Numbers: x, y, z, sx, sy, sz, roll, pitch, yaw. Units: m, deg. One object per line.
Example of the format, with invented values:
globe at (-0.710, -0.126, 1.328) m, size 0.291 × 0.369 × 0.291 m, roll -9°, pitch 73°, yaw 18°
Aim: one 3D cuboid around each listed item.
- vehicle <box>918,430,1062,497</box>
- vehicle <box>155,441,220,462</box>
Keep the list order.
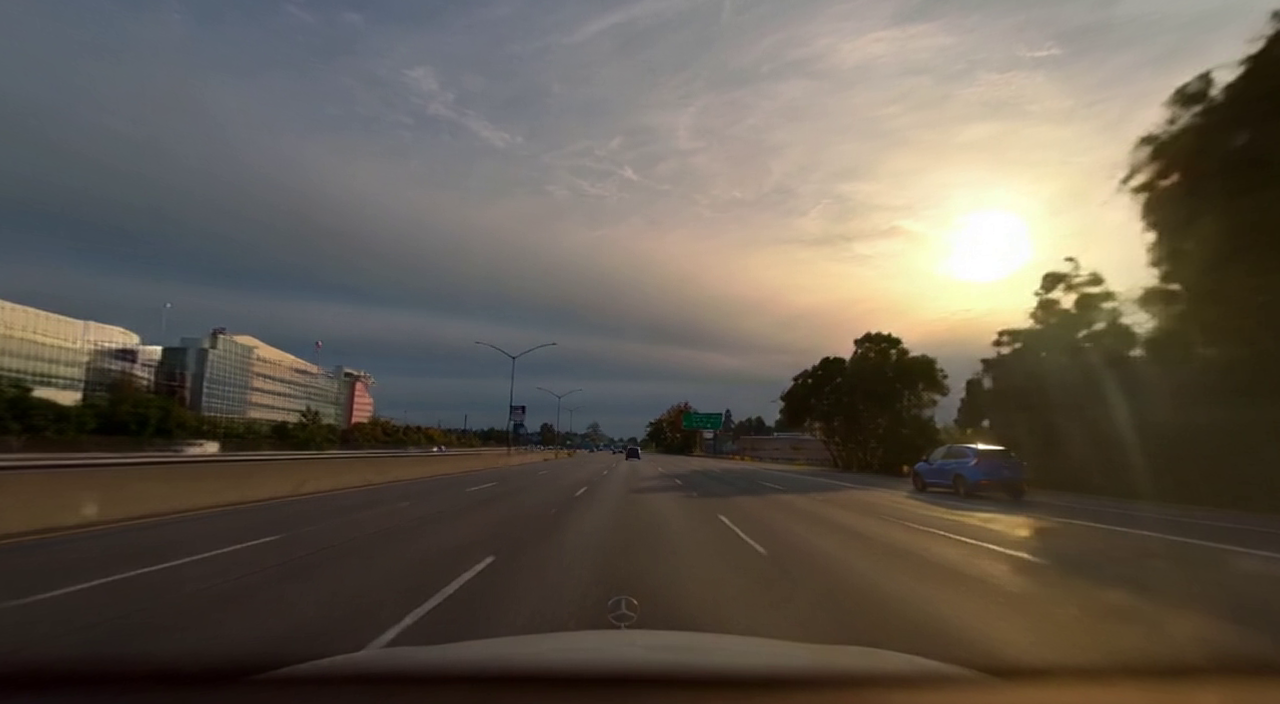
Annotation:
vehicle at (13.493, 4.343, 24.889) m, size 2.411 × 2.326 × 5.300 m, roll 0°, pitch -9°, yaw -3°
vehicle at (-34.113, 7.499, 47.675) m, size 1.826 × 1.521 × 4.192 m, roll 0°, pitch -9°, yaw -2°
